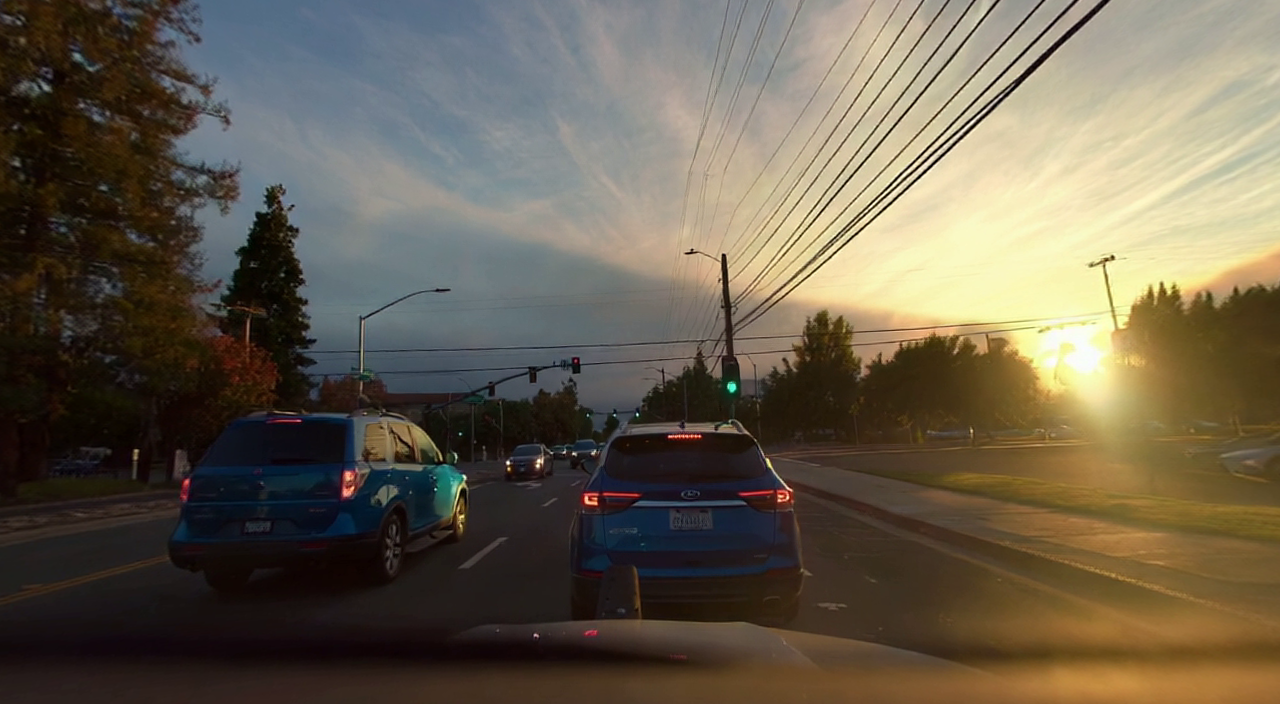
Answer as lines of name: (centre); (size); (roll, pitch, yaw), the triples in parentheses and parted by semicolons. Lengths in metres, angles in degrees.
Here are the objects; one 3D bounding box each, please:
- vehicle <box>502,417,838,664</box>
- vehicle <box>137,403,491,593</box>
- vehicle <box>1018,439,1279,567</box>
vehicle: (0.112, 1.451, 5.944); (2.056, 1.487, 4.003); (0, -9, -2)
vehicle: (-3.474, 1.647, 7.960); (2.105, 1.706, 4.337); (0, -9, 0)
vehicle: (8.382, 2.157, 9.923); (1.993, 1.508, 4.521); (0, -9, -1)
